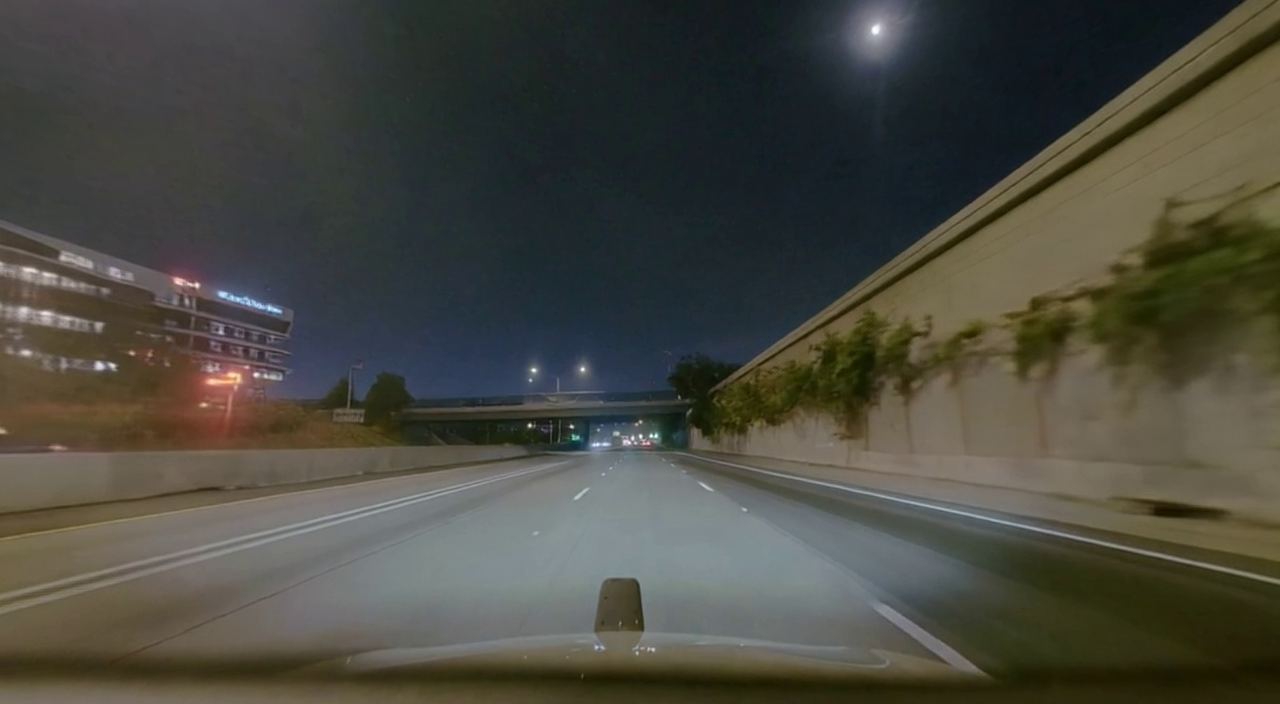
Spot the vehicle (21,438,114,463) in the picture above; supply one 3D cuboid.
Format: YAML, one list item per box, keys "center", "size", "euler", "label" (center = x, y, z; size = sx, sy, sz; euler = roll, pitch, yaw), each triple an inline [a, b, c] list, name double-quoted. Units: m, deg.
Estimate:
- center: [-39.675, 6.848, 43.699]
  size: [4.217, 1.611, 1.993]
  euler: [1, -9, -11]
  label: "vehicle"
